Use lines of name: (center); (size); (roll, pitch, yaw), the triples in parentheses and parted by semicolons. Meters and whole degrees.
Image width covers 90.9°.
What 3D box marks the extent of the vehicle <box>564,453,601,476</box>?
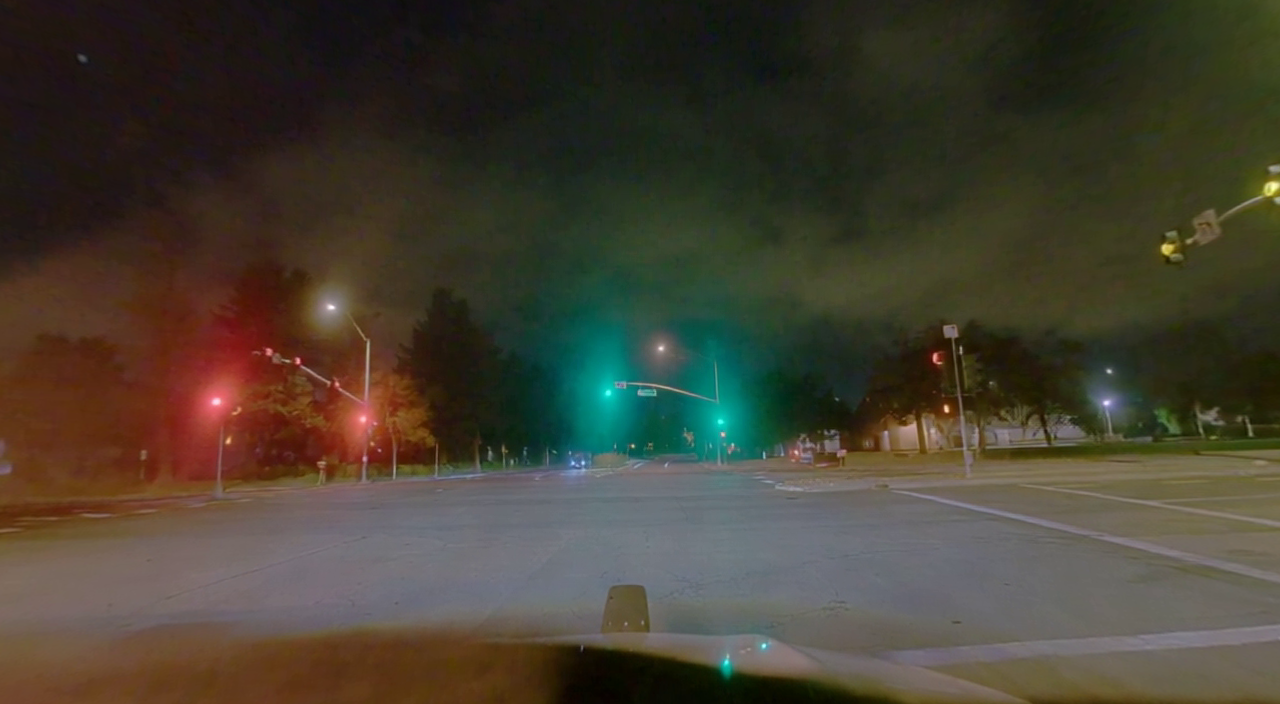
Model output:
vehicle: (-4.468, 8.849, 49.857); (2.030, 1.704, 4.205); (-1, -8, 7)
